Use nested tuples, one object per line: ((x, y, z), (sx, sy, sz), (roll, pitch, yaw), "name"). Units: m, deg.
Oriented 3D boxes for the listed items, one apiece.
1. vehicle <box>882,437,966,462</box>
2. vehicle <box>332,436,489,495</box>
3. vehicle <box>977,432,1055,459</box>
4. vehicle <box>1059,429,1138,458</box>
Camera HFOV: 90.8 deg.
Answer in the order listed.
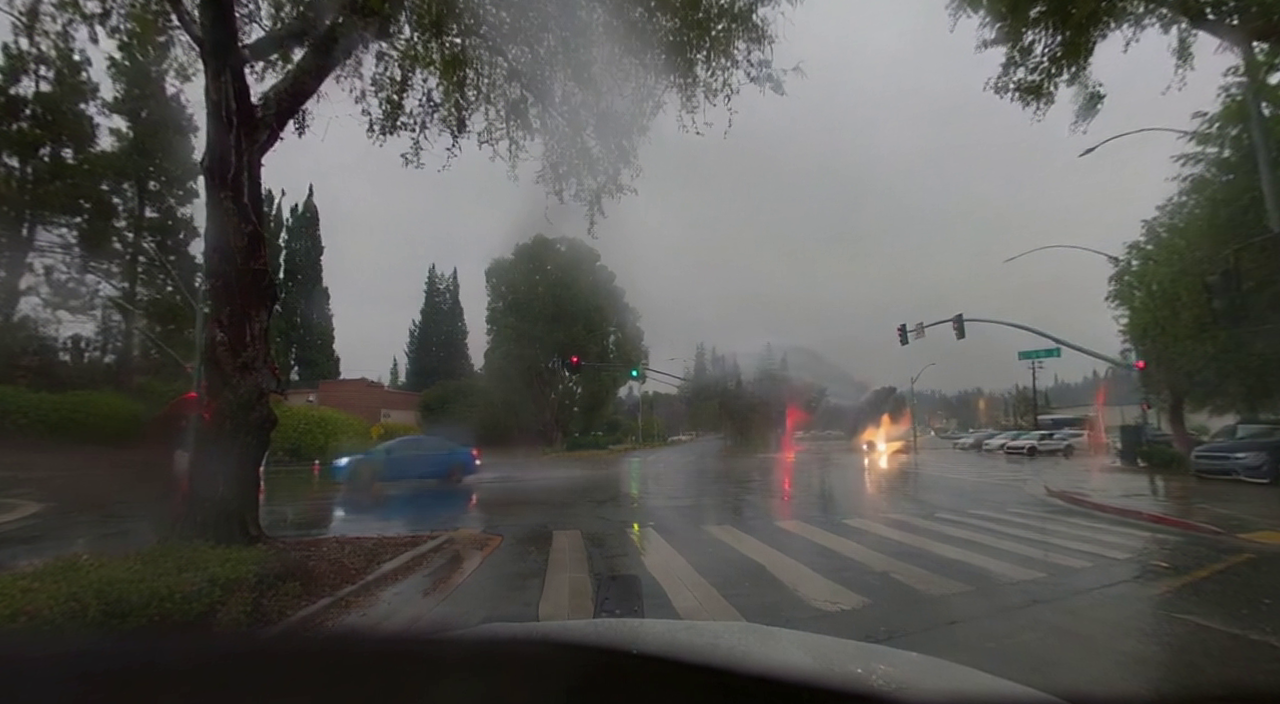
((18.709, 6.424, 41.607), (5.234, 1.549, 1.982), (4, -9, -24), "vehicle")
((-6.502, 3.215, 18.276), (1.740, 1.500, 3.896), (-6, -11, 35), "vehicle")
((26.957, 6.721, 45.240), (5.032, 1.828, 2.183), (4, -9, -24), "vehicle")
((36.102, 7.198, 49.712), (6.148, 2.119, 2.473), (4, -10, -28), "vehicle")
